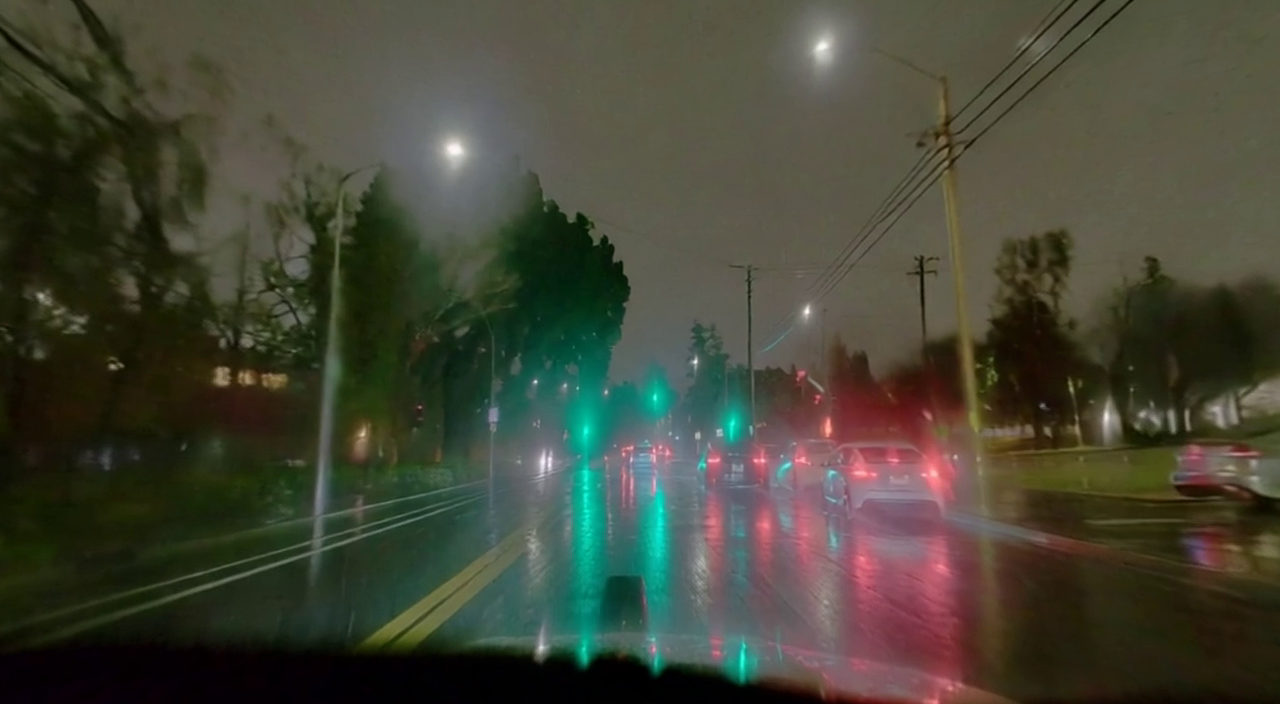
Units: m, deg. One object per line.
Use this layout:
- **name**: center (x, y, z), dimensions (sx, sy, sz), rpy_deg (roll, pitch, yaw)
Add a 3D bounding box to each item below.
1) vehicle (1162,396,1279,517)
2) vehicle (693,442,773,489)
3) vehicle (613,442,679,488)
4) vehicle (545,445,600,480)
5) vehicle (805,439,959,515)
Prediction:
- **vehicle**: center (13.712, 1.674, 11.637), dimensions (5.929, 1.970, 2.381), rpy_deg (-5, -8, -1)
- **vehicle**: center (3.168, 3.983, 22.525), dimensions (2.158, 1.483, 4.415), rpy_deg (0, -8, 0)
- **vehicle**: center (0.197, 3.945, 22.390), dimensions (2.101, 1.467, 4.210), rpy_deg (0, -8, 0)
- **vehicle**: center (-3.115, 5.204, 30.078), dimensions (2.012, 1.505, 4.205), rpy_deg (-1, -8, 2)
- **vehicle**: center (5.817, 3.028, 15.913), dimensions (2.011, 1.620, 4.694), rpy_deg (0, -8, 0)
